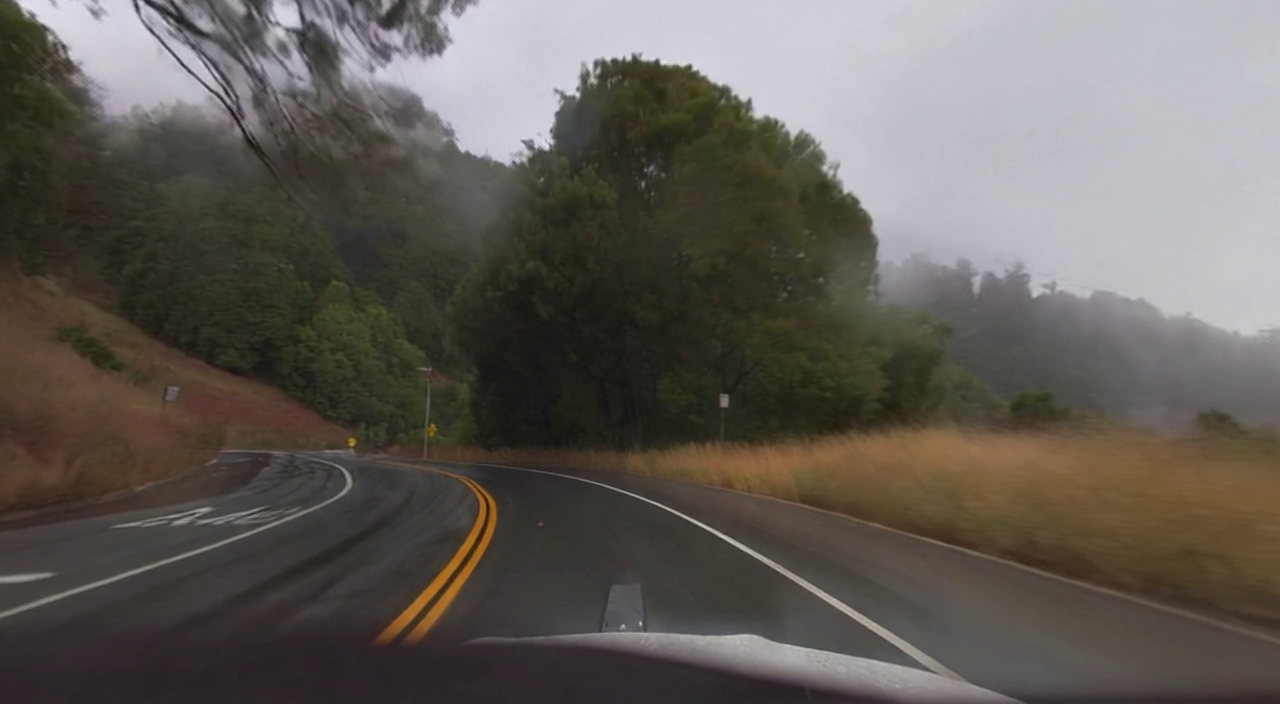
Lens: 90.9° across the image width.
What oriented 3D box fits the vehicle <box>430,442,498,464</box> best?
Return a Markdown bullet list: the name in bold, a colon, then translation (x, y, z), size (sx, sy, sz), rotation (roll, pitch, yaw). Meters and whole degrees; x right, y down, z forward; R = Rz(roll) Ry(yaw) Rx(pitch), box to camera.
- **vehicle**: translation (-13.579, 7.801, 48.779), size (2.042, 1.612, 4.612), rotation (-8, -11, 42)
